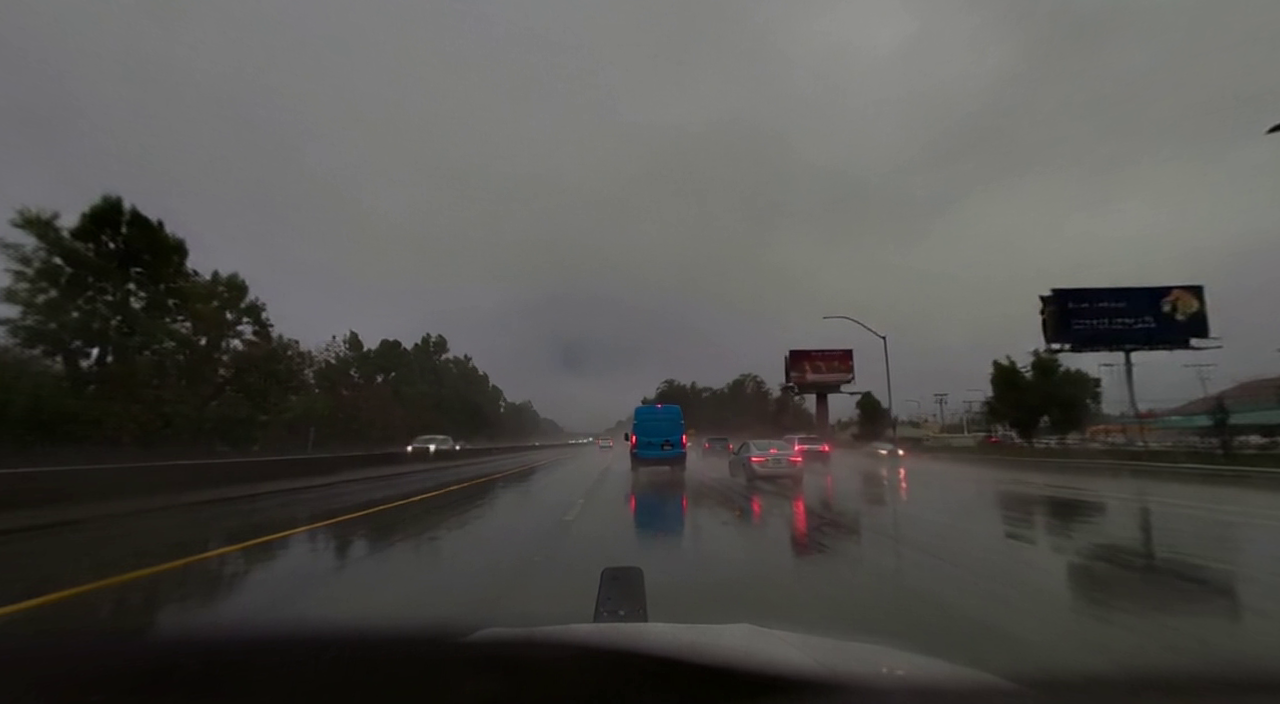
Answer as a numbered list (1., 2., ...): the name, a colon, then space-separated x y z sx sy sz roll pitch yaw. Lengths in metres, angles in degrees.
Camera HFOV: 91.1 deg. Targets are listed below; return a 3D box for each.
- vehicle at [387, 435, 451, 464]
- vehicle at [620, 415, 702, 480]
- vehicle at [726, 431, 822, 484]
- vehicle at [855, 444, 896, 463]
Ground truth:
1. vehicle: -13.231 5.865 37.910 2.055 1.604 4.852 0 -8 0
2. vehicle: 0.589 3.476 23.067 2.546 2.087 5.404 0 -8 -3
3. vehicle: 4.125 3.311 20.063 2.099 1.510 3.784 0 -8 -2
4. vehicle: 17.541 7.558 46.942 1.670 1.402 3.595 0 -8 -1
